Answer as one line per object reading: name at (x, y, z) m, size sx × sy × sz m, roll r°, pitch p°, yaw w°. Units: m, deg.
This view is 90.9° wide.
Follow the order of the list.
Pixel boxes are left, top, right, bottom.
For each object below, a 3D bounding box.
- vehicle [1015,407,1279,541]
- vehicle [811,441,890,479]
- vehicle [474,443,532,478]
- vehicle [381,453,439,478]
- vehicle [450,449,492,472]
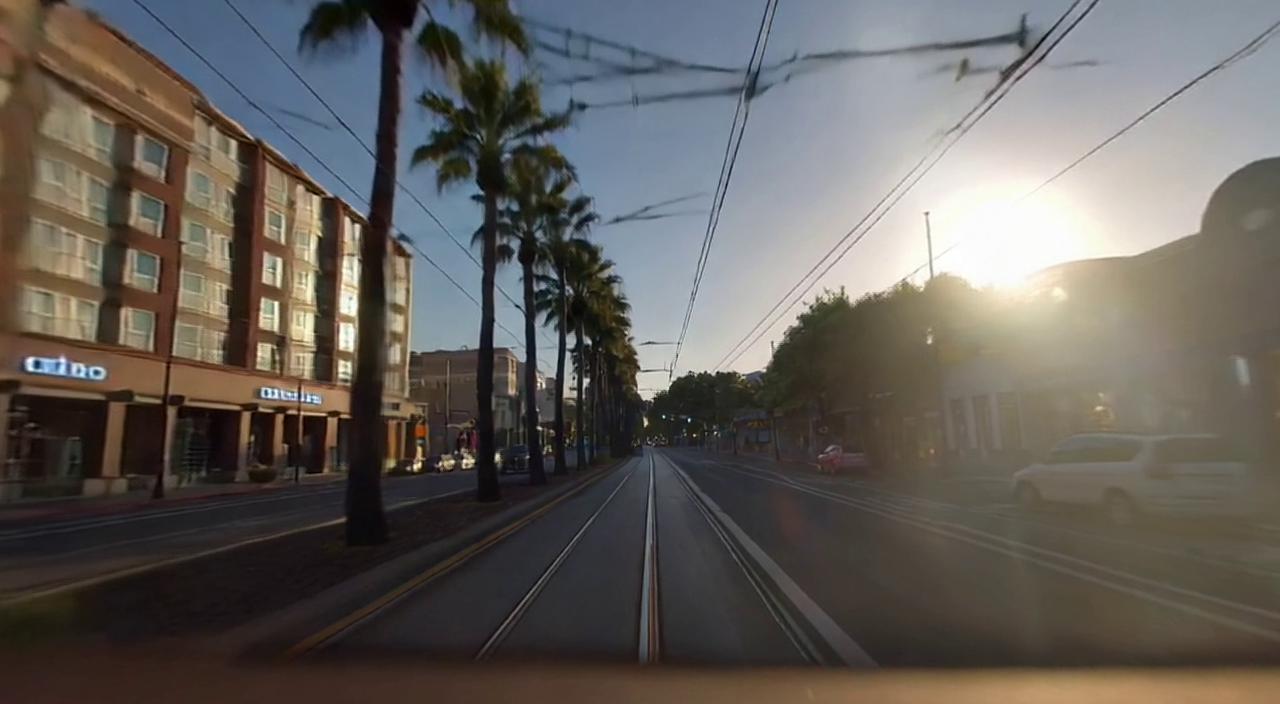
vehicle at (8.723, 2.007, 10.905) m, size 1.900 × 1.846 × 4.002 m, roll -1°, pitch -9°, yaw -1°
vehicle at (9.128, 4.704, 27.691) m, size 1.822 × 1.494 × 4.385 m, roll -1°, pitch -9°, yaw -2°
vehicle at (-6.970, 5.551, 32.562) m, size 1.971 × 1.657 × 4.623 m, roll -1°, pitch -8°, yaw 0°
vehicle at (-15.294, 7.516, 42.131) m, size 1.993 × 1.464 × 4.740 m, roll -1°, pitch -9°, yaw 1°
vehicle at (-12.338, 7.911, 46.135) m, size 1.887 × 1.513 × 4.131 m, roll -1°, pitch -9°, yaw 1°
